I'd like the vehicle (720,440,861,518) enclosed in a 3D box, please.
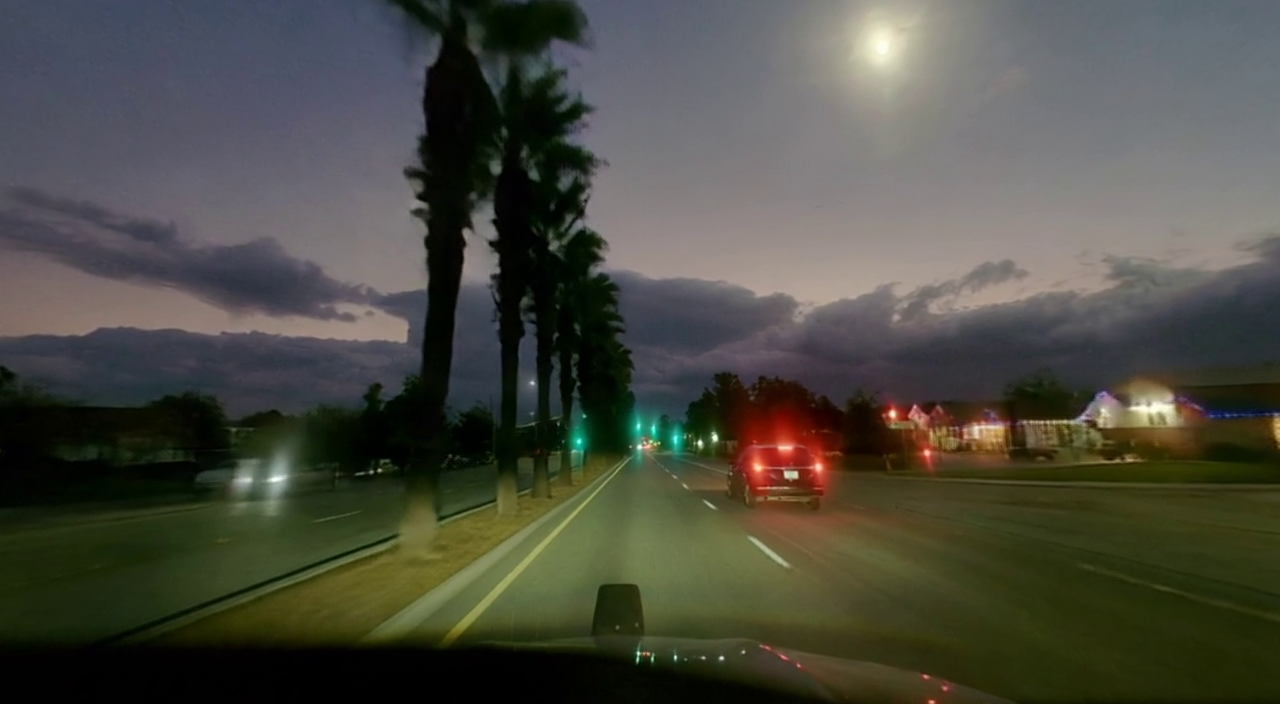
[{"bbox_3d":[3.209,2.819,14.606,1.989,1.492,4.689,0,-9,-2],"label":"vehicle"}]

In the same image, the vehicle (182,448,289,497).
[{"bbox_3d":[-19.112,5.721,30.195,1.987,1.998,4.642,-4,-10,1],"label":"vehicle"}]

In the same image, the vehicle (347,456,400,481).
[{"bbox_3d":[-18.811,8.215,44.804,1.811,1.539,4.560,0,-9,-1],"label":"vehicle"}]

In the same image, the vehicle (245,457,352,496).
[{"bbox_3d":[-14.884,5.401,27.874,1.990,1.488,4.724,0,-9,1],"label":"vehicle"}]
